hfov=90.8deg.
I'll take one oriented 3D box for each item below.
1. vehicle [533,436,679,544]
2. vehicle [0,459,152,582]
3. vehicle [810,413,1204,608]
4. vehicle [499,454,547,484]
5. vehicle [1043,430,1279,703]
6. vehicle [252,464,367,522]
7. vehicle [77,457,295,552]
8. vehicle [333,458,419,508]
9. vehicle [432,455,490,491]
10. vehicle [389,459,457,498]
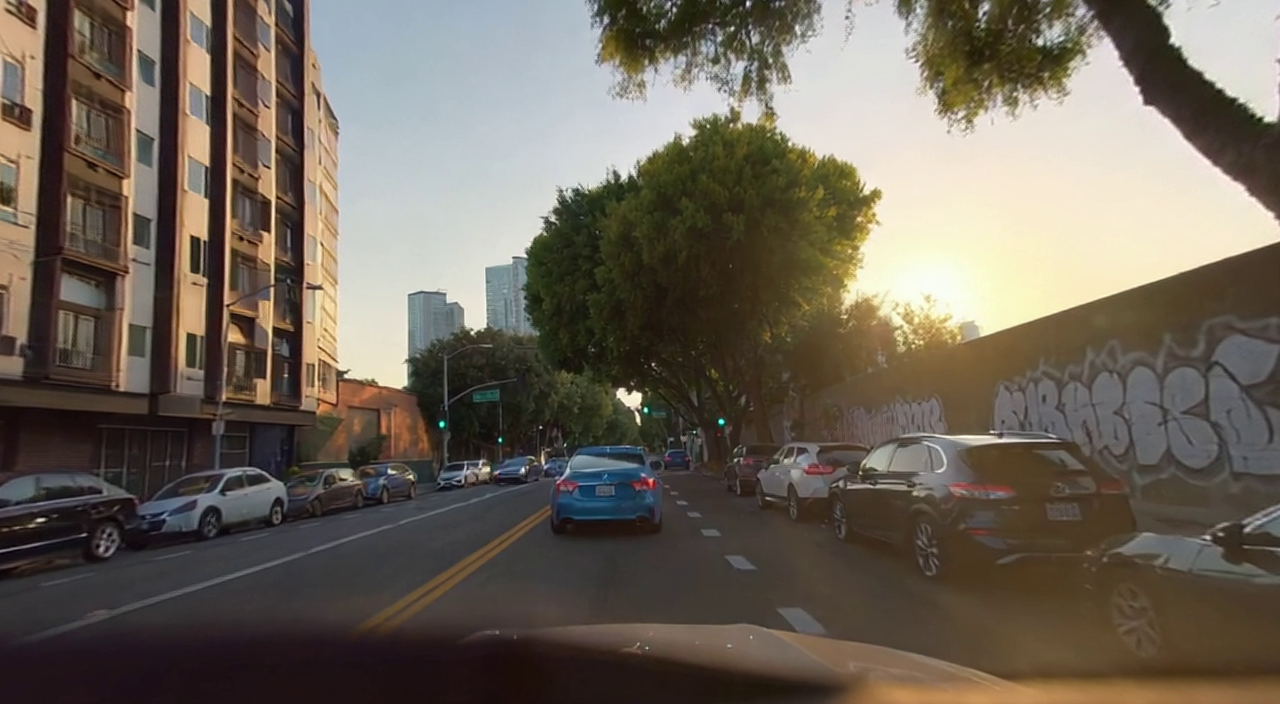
[{"bbox_3d":[-0.523,2.384,11.615,2.166,1.579,4.300,0,-8,-1],"label":"vehicle"},{"bbox_3d":[-10.768,2.755,10.302,1.988,1.781,4.827,-3,-8,-3],"label":"vehicle"},{"bbox_3d":[4.197,1.884,8.659,2.097,1.811,5.230,0,-8,-2],"label":"vehicle"},{"bbox_3d":[-6.756,6.765,36.935,1.906,1.445,4.490,-4,-8,0],"label":"vehicle"},{"bbox_3d":[4.190,1.118,2.697,1.955,1.535,4.266,2,-9,-3],"label":"vehicle"},{"bbox_3d":[-11.040,4.698,21.481,1.741,1.506,4.370,-4,-8,-2],"label":"vehicle"},{"bbox_3d":[-10.960,3.646,15.808,2.276,1.741,4.439,-4,-8,-1],"label":"vehicle"},{"bbox_3d":[-11.056,5.466,26.768,1.822,1.639,4.144,-6,-8,0],"label":"vehicle"},{"bbox_3d":[-10.910,7.360,38.773,2.199,1.717,4.888,-6,-8,-2],"label":"vehicle"},{"bbox_3d":[-11.092,6.464,32.647,1.931,1.499,4.645,-6,-8,-2],"label":"vehicle"}]
